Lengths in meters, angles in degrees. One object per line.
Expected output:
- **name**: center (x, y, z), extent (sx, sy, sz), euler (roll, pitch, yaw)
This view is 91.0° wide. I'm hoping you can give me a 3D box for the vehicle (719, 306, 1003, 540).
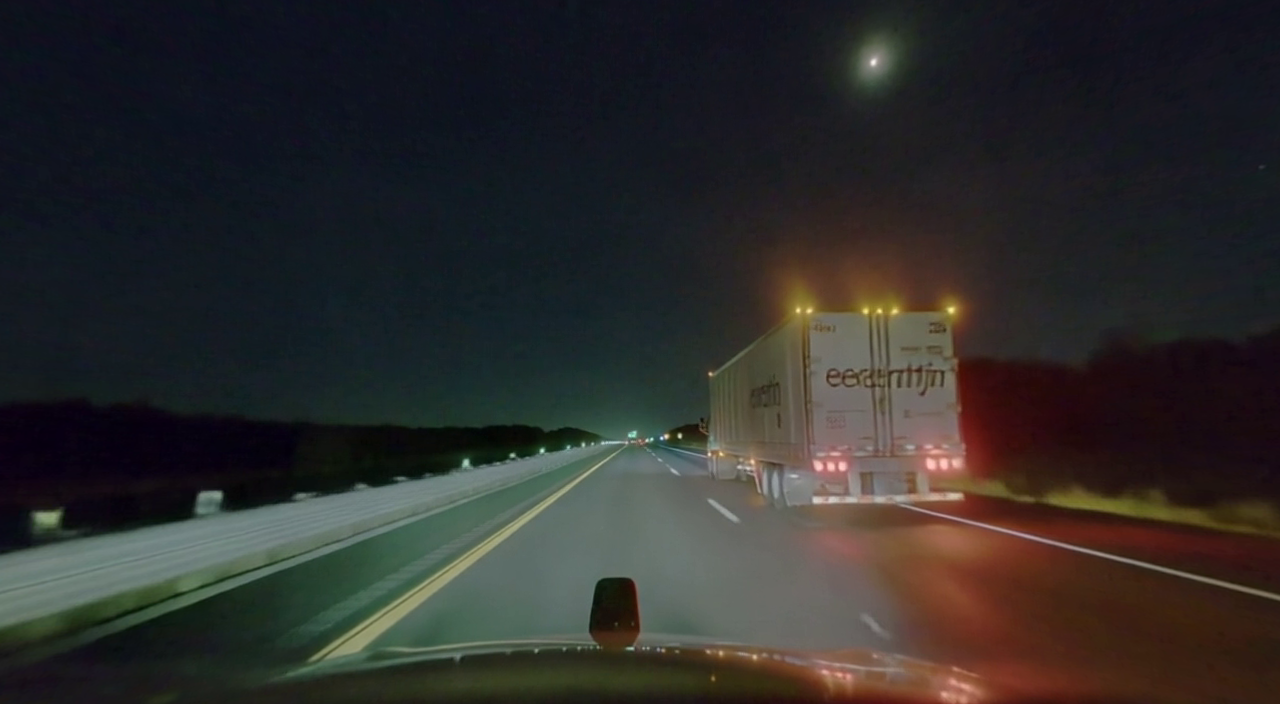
- **vehicle**: center (3.462, 1.435, 12.263), extent (2.702, 3.193, 7.196), euler (0, -8, -1)
